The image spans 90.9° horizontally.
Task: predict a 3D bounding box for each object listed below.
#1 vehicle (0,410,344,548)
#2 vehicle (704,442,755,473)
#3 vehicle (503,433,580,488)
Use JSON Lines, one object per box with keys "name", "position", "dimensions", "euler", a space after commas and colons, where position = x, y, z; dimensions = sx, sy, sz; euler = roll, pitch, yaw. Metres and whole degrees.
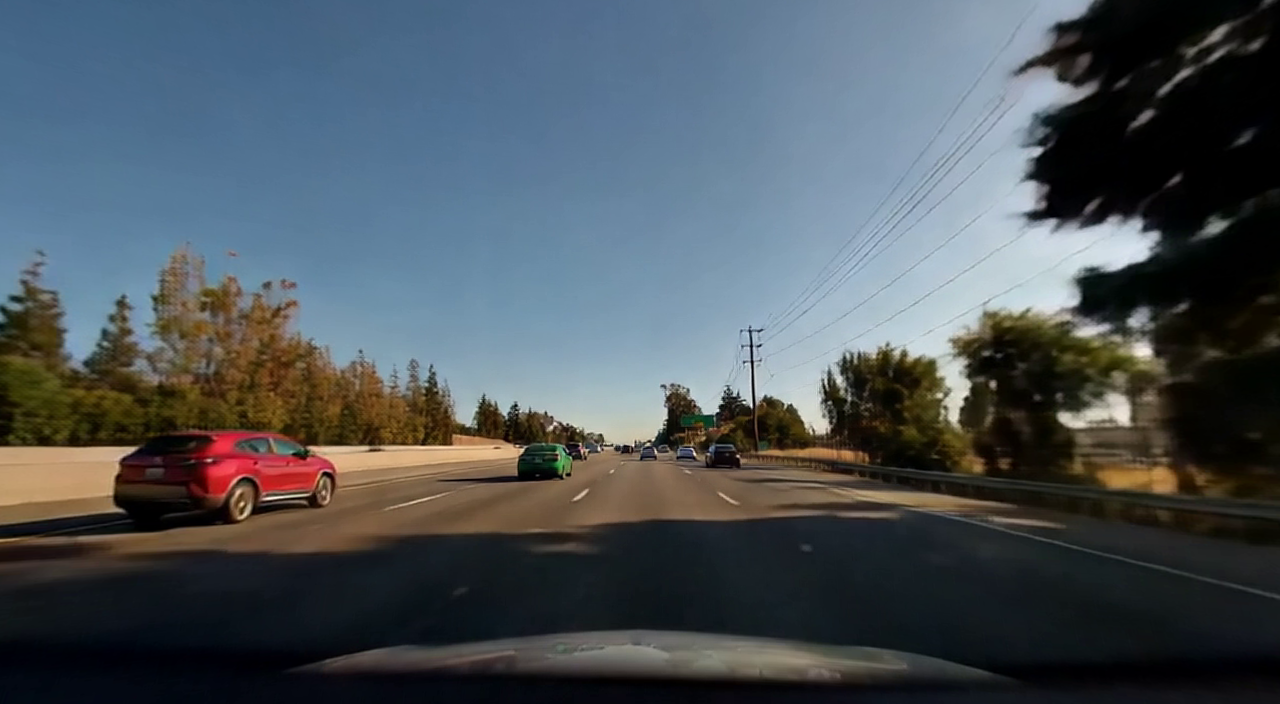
{"name": "vehicle", "position": [-7.376, 2.027, 10.795], "dimensions": [2.162, 1.805, 4.853], "euler": [0, -8, 1]}
{"name": "vehicle", "position": [4.553, 5.414, 32.610], "dimensions": [1.964, 1.479, 4.252], "euler": [0, -8, -1]}
{"name": "vehicle", "position": [-3.284, 3.714, 21.866], "dimensions": [1.961, 1.704, 4.052], "euler": [0, -8, 1]}
